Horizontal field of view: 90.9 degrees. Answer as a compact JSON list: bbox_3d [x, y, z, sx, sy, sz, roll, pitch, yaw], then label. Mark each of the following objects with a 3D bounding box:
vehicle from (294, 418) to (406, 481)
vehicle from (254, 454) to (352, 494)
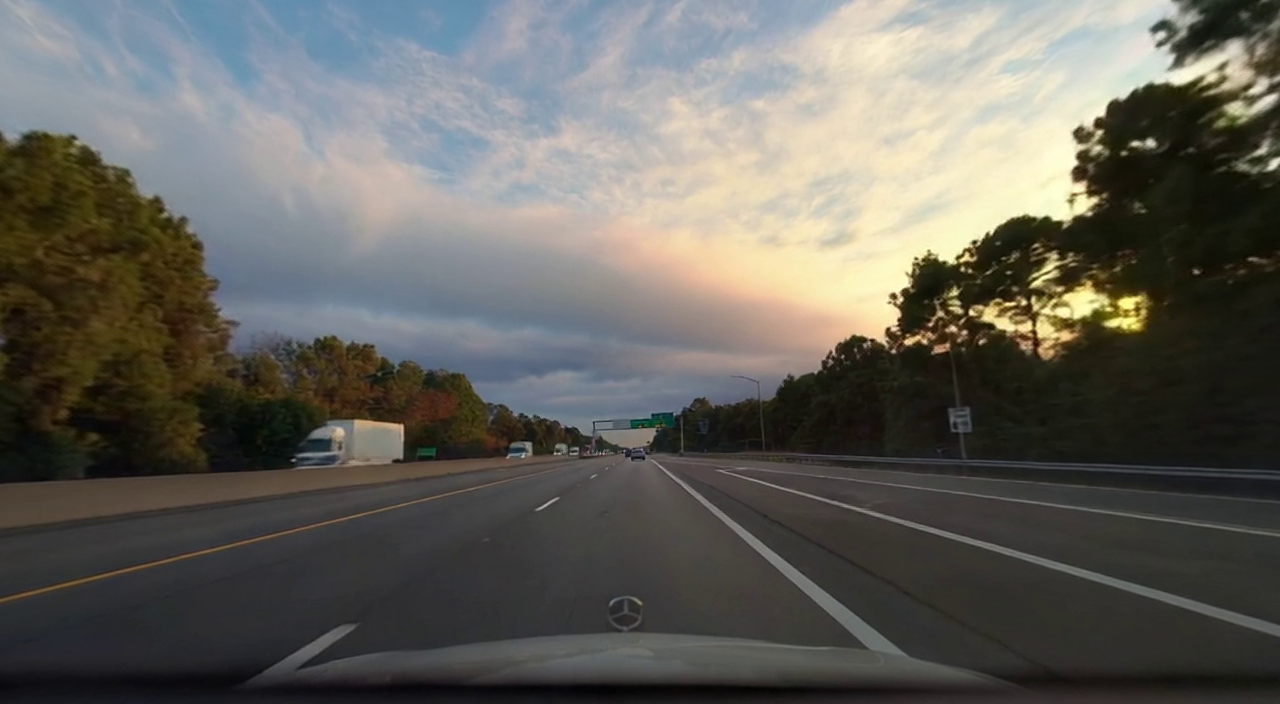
[{"bbox_3d":[-18.263,6.267,40.592,2.824,3.571,9.191,0,-9,-1],"label":"vehicle"},{"bbox_3d":[-14.069,5.095,26.608,1.830,1.493,4.238,0,-9,-1],"label":"vehicle"}]
